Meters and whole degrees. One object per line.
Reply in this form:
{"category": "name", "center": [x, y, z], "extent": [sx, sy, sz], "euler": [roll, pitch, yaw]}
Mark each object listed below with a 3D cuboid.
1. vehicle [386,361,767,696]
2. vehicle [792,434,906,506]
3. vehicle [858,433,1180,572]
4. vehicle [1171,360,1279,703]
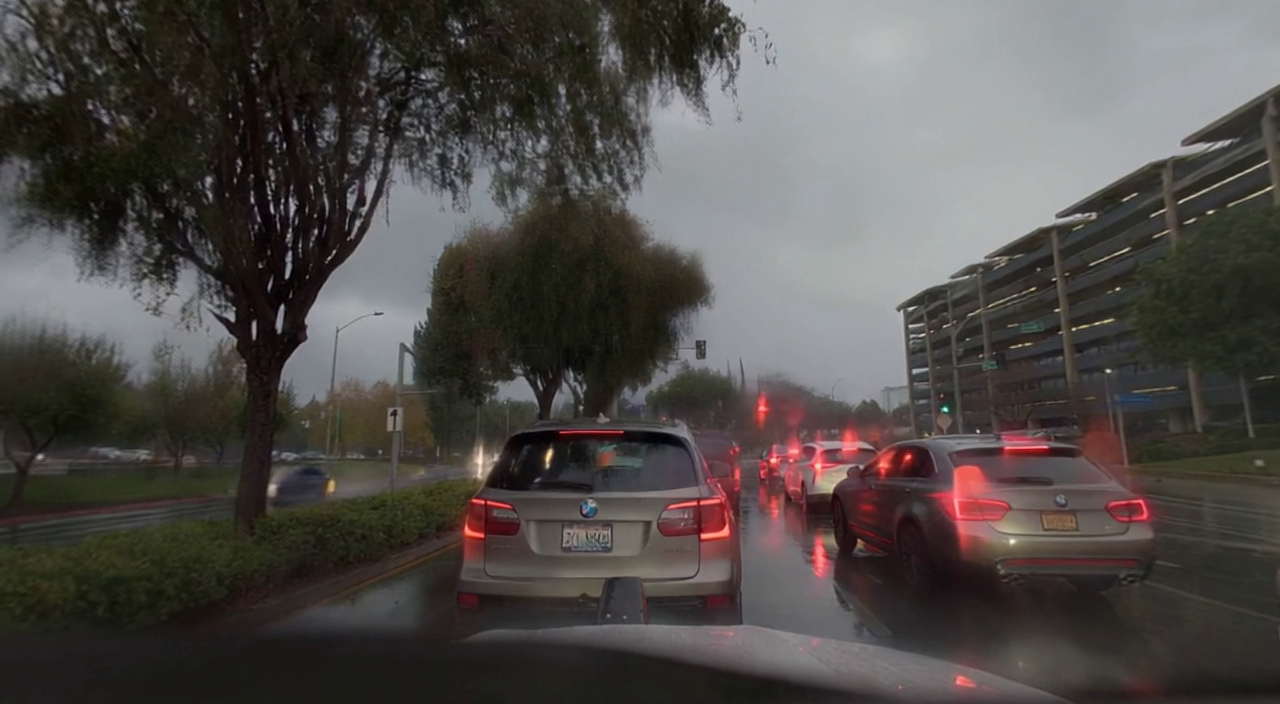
{"category": "vehicle", "center": [-0.210, 1.239, 5.558], "extent": [2.021, 1.742, 4.295], "euler": [-1, -8, 4]}
{"category": "vehicle", "center": [5.342, 3.037, 16.716], "extent": [1.994, 1.638, 4.100], "euler": [-1, -9, 6]}
{"category": "vehicle", "center": [4.901, 1.975, 9.167], "extent": [1.963, 1.480, 4.553], "euler": [0, -8, 2]}
{"category": "vehicle", "center": [4.063, 0.613, 1.111], "extent": [1.993, 1.719, 4.953], "euler": [0, -8, 1]}
